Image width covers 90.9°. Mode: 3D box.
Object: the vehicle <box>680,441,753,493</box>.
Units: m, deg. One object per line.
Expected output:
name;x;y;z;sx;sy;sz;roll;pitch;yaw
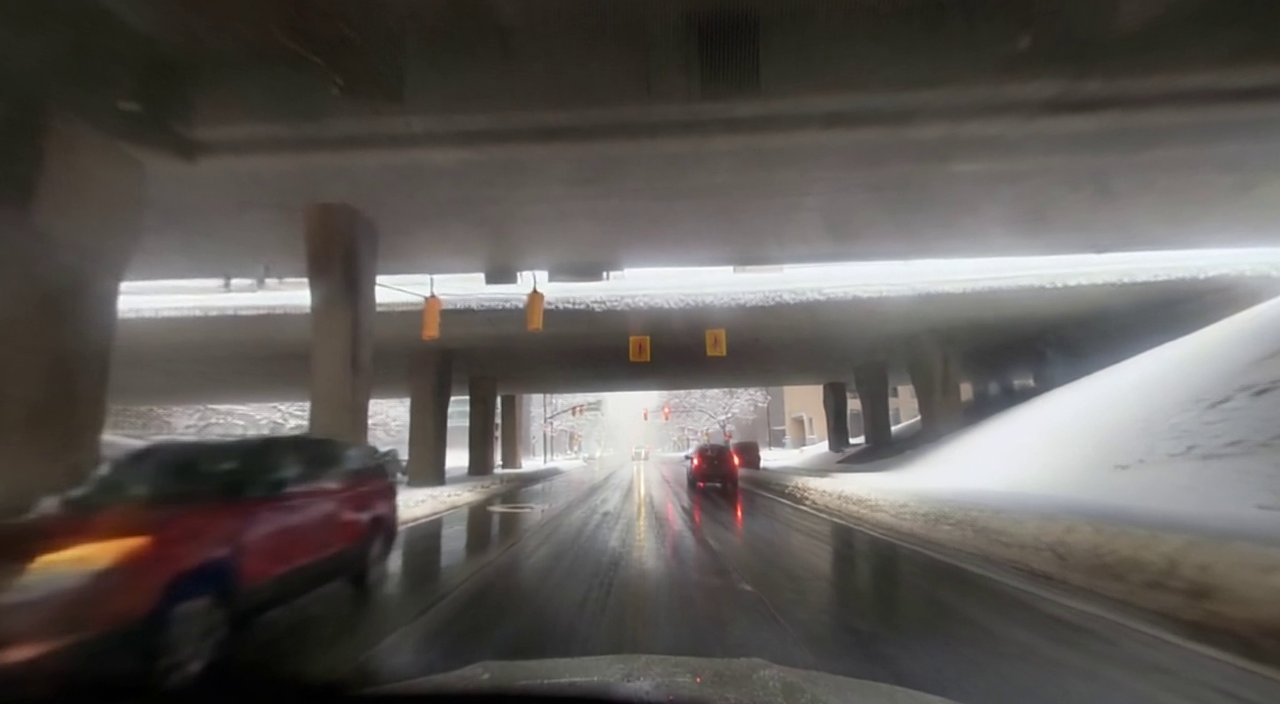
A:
vehicle;2.473;3.837;21.389;1.947;1.576;3.825;0;-9;0

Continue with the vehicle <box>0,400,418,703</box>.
vehicle;-3.153;1.272;3.851;2.076;1.653;4.152;0;-9;0
